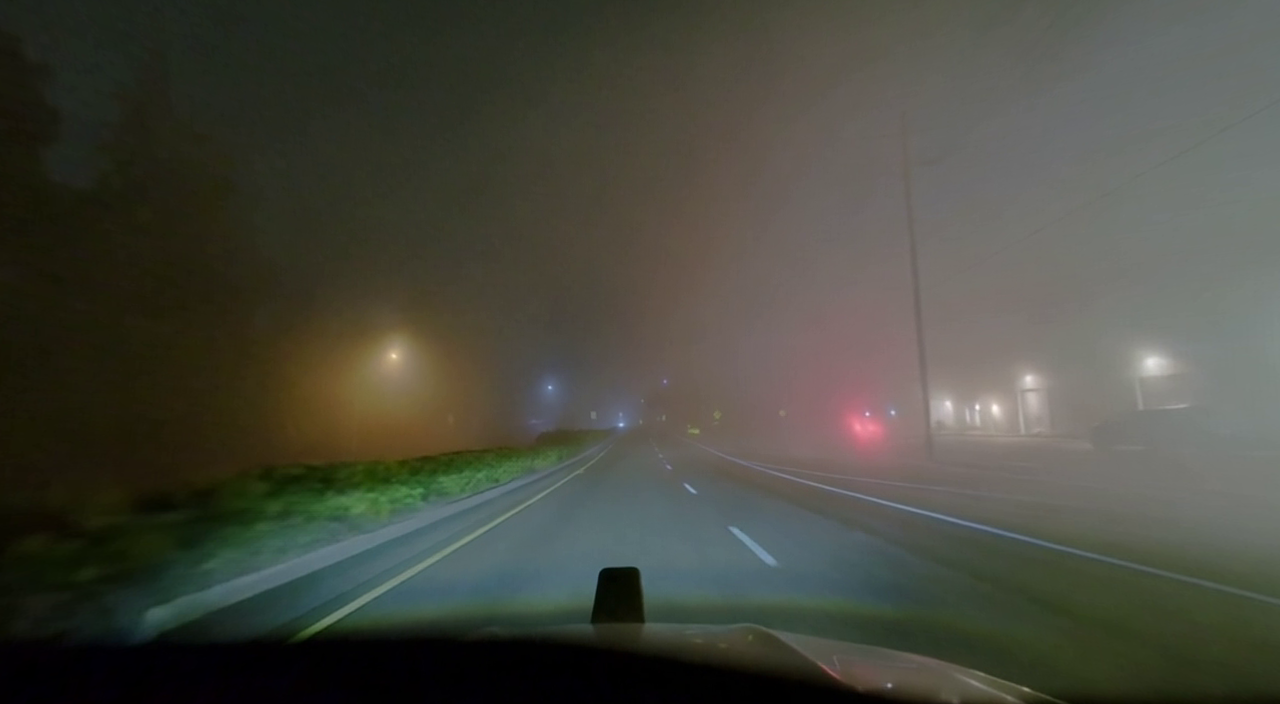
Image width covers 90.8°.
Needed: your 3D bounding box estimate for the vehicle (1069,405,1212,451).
[{"bbox_3d":[23.135,3.611,29.579,2.206,1.947,5.463,0,-8,0],"label":"vehicle"}]
